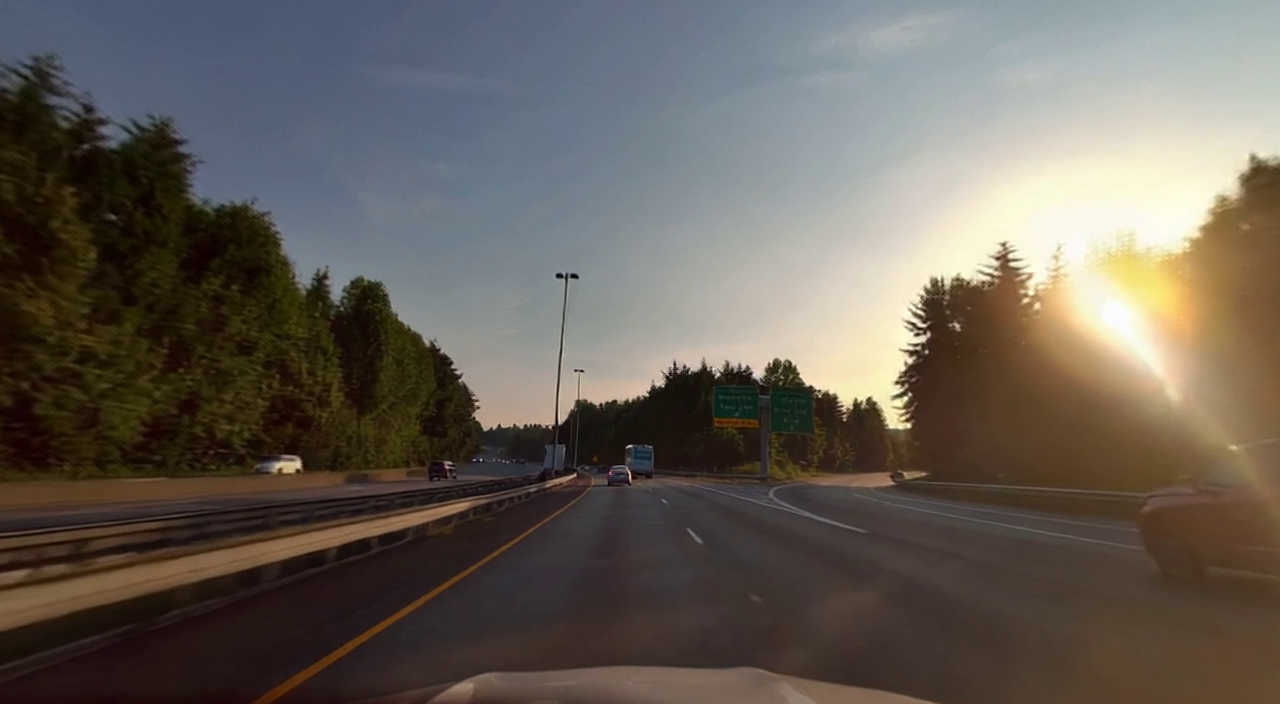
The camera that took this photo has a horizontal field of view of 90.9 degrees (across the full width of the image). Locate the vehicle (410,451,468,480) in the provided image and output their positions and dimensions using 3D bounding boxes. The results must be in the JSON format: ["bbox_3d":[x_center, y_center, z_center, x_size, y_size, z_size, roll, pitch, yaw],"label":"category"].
[{"bbox_3d":[-12.082,6.886,38.138,1.952,1.618,4.859,1,-10,-1],"label":"vehicle"}]

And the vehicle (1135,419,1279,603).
[{"bbox_3d":[7.244,1.472,5.637,1.998,1.776,4.663,0,-11,4],"label":"vehicle"}]

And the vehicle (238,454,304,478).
[{"bbox_3d":[-24.724,7.672,42.404,1.860,1.461,4.438,2,-10,-2],"label":"vehicle"}]

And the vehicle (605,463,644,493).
[{"bbox_3d":[-0.843,6.781,34.060,1.987,1.467,3.903,1,-10,-2],"label":"vehicle"}]
